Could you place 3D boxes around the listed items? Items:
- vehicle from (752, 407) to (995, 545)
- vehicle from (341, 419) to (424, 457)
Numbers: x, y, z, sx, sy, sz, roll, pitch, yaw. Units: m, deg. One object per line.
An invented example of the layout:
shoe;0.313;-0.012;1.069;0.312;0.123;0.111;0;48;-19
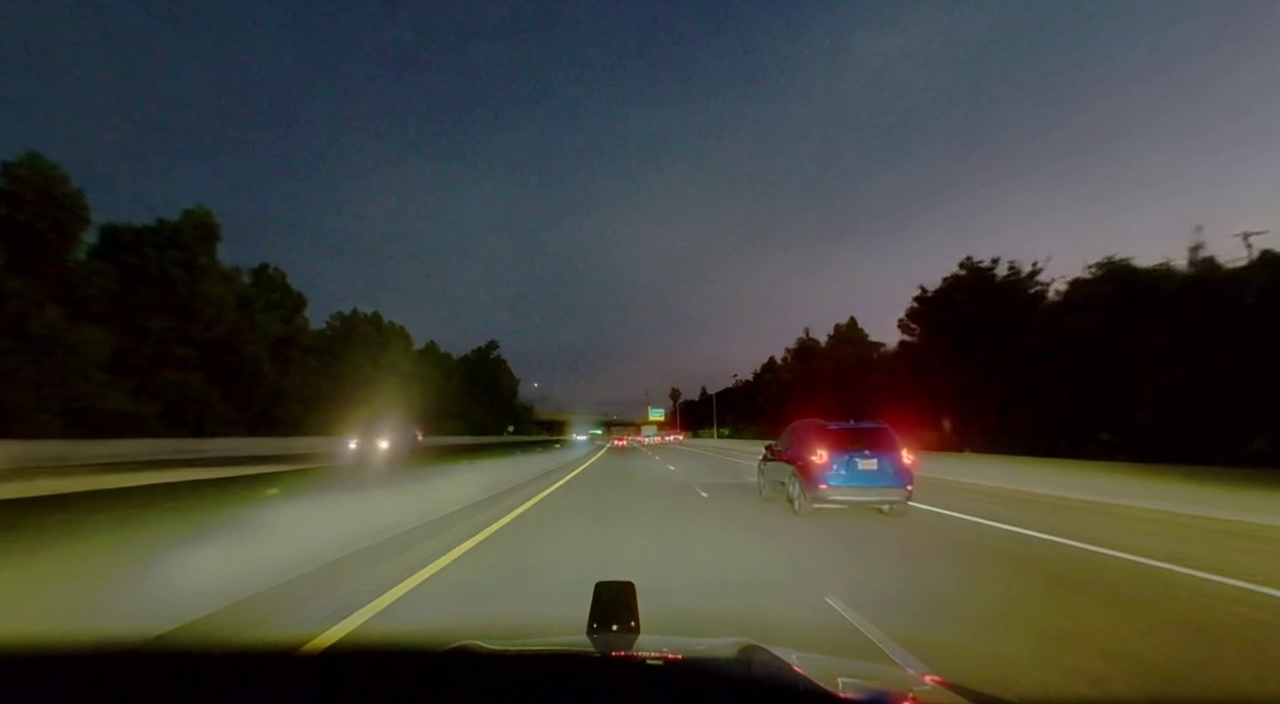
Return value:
vehicle;3.274;1.814;10.040;2.085;1.681;4.436;0;-7;-1
vehicle;-14.045;4.727;34.892;2.233;1.923;5.794;0;-7;-1
